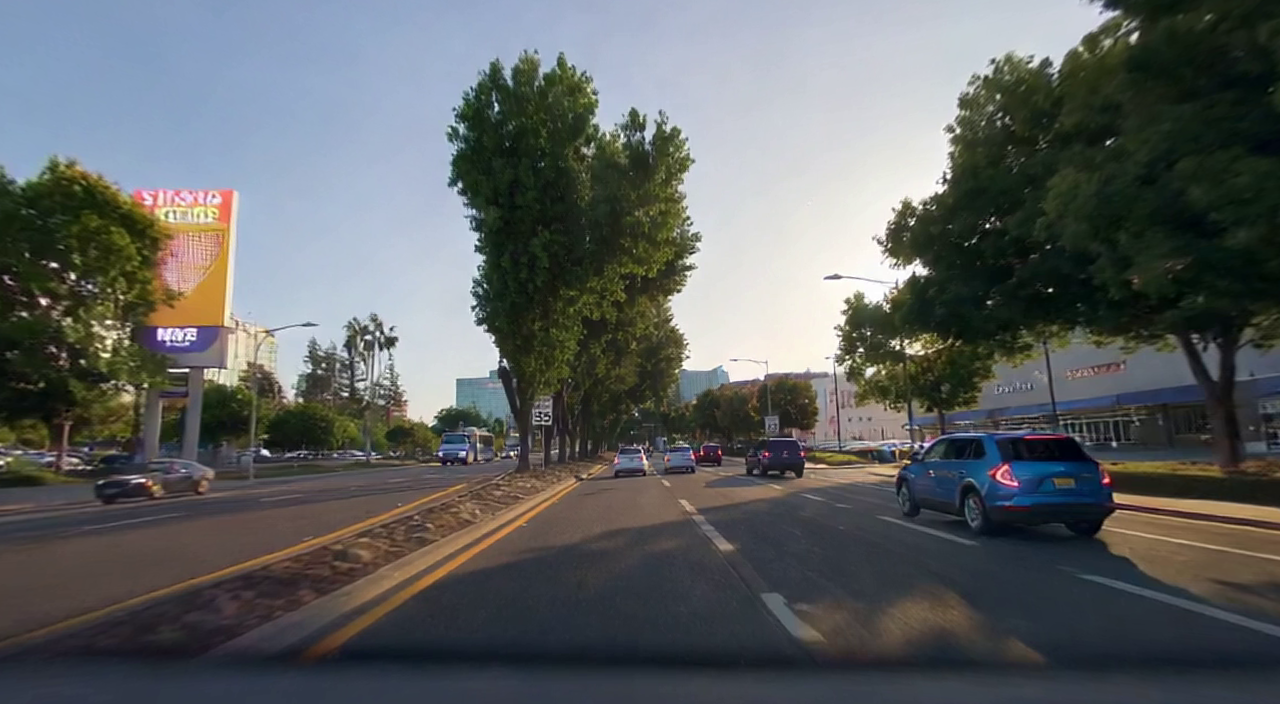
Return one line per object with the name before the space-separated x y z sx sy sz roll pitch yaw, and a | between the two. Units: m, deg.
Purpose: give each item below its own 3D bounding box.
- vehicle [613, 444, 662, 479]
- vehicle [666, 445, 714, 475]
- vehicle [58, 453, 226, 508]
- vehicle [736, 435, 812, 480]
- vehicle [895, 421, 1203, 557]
vehicle | -0.141 4.877 28.464 2.056 1.440 3.798 0 -8 -1
vehicle | 2.437 5.399 31.786 1.970 1.402 3.756 0 -8 -2
vehicle | -15.745 4.040 20.328 1.950 1.521 4.255 0 -8 -1
vehicle | 5.801 4.617 28.004 2.140 1.811 4.593 0 -8 -3
vehicle | 5.925 2.007 9.976 1.949 1.647 4.261 0 -8 -1
